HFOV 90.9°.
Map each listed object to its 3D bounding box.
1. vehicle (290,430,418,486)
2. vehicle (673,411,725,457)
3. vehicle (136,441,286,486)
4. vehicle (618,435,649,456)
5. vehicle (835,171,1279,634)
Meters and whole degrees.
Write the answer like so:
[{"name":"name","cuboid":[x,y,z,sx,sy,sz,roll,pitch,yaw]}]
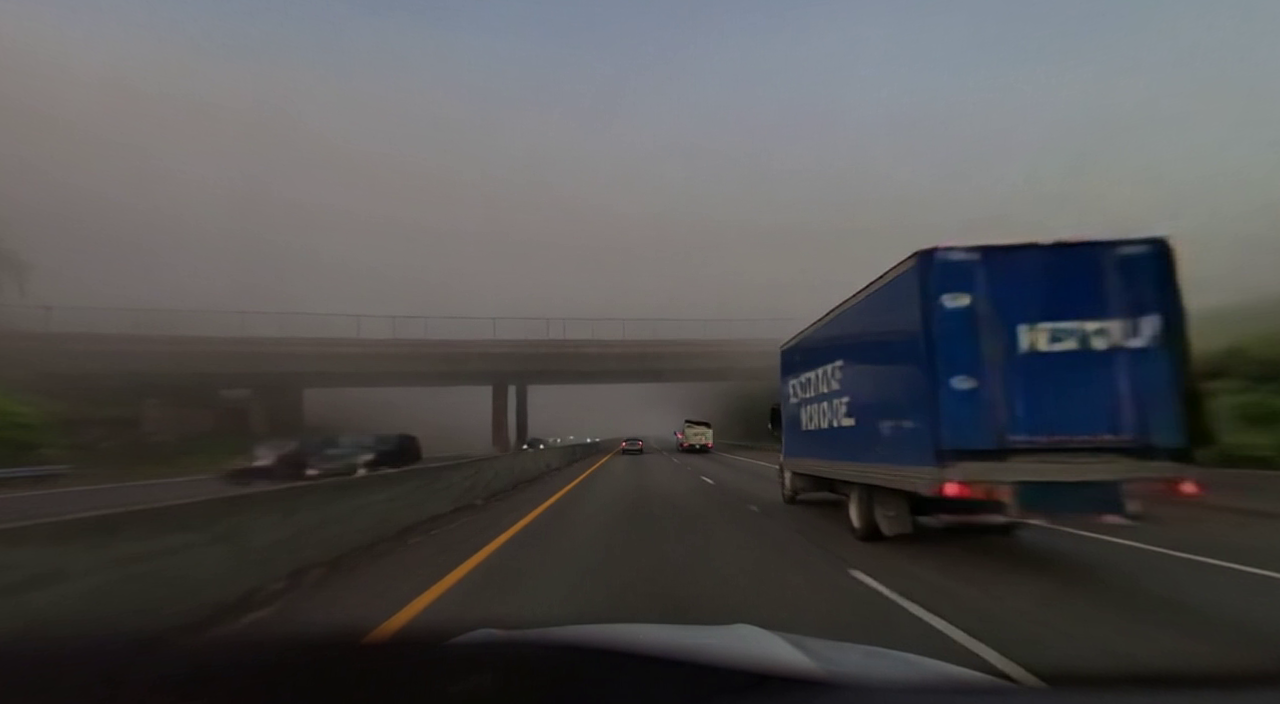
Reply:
[{"name":"vehicle","cuboid":[-8.734,3.233,19.728,2.012,1.526,4.235,0,-7,0]},{"name":"vehicle","cuboid":[3.717,5.378,41.195,2.715,2.746,6.550,0,-7,-1]},{"name":"vehicle","cuboid":[-13.714,3.555,20.534,1.809,1.237,4.410,0,-7,0]},{"name":"vehicle","cuboid":[-0.439,6.269,42.463,1.996,1.325,4.029,0,-7,0]},{"name":"vehicle","cuboid":[3.891,0.480,6.176,2.913,3.491,2.811,0,-7,-1]}]
